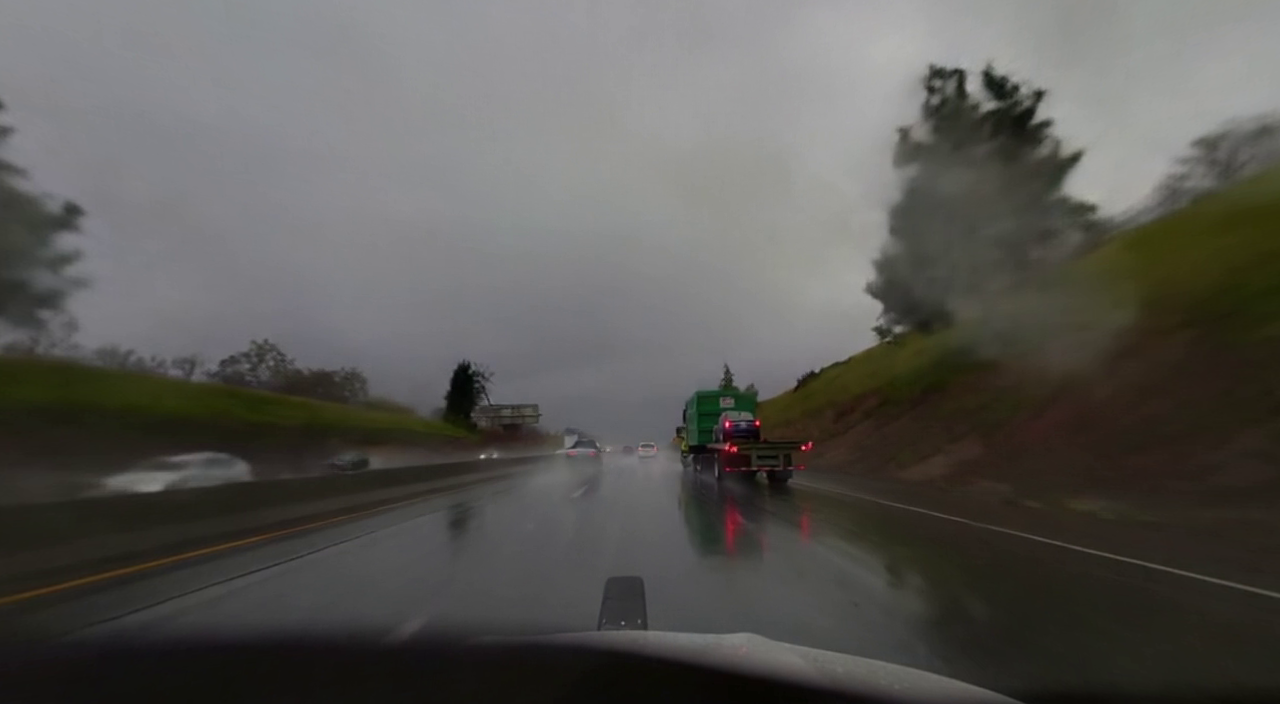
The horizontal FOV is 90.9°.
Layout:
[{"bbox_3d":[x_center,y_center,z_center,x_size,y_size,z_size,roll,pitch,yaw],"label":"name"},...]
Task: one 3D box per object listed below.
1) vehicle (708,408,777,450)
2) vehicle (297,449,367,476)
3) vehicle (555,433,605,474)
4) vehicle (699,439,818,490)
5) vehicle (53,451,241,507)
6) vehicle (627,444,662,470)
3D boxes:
[{"bbox_3d":[4.034,3.189,25.443,1.968,1.547,4.215,0,-9,-2],"label":"vehicle"},{"bbox_3d":[-18.601,6.672,38.304,1.965,1.479,4.478,0,-9,0],"label":"vehicle"},{"bbox_3d":[-3.116,5.410,33.638,2.142,2.044,4.446,0,-9,1],"label":"vehicle"},{"bbox_3d":[4.135,4.232,24.300,2.654,1.574,9.537,0,-9,-1],"label":"vehicle"},{"bbox_3d":[-14.444,3.707,18.891,2.039,1.438,4.371,0,-9,1],"label":"vehicle"},{"bbox_3d":[0.285,6.585,39.695,2.086,1.497,3.681,0,-9,0],"label":"vehicle"}]
